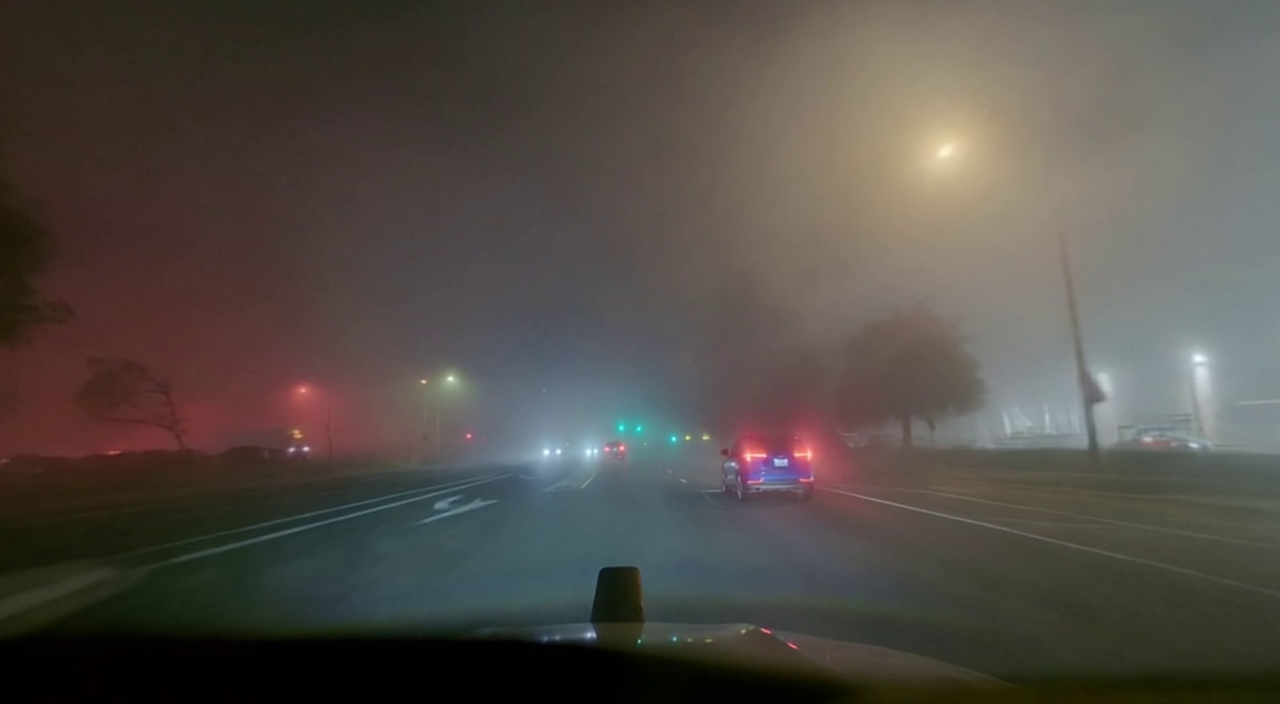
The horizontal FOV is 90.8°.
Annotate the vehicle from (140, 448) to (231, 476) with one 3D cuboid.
[{"bbox_3d":[-30.069,7.281,41.896,4.399,1.729,2.076,0,-9,0],"label":"vehicle"}]

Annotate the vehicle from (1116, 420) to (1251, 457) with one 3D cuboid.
[{"bbox_3d":[34.435,5.456,40.123,6.681,2.063,2.342,-1,-8,-6],"label":"vehicle"}]

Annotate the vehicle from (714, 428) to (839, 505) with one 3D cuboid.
[{"bbox_3d":[3.227,2.825,15.978,2.060,1.665,4.284,0,-9,-2],"label":"vehicle"}]

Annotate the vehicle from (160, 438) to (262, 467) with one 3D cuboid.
[{"bbox_3d":[-30.215,7.090,44.641,5.496,1.884,2.189,1,-8,-1],"label":"vehicle"}]

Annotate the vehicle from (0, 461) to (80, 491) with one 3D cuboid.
[{"bbox_3d":[-30.394,6.072,31.057,3.840,1.393,1.911,0,-9,-2],"label":"vehicle"}]
